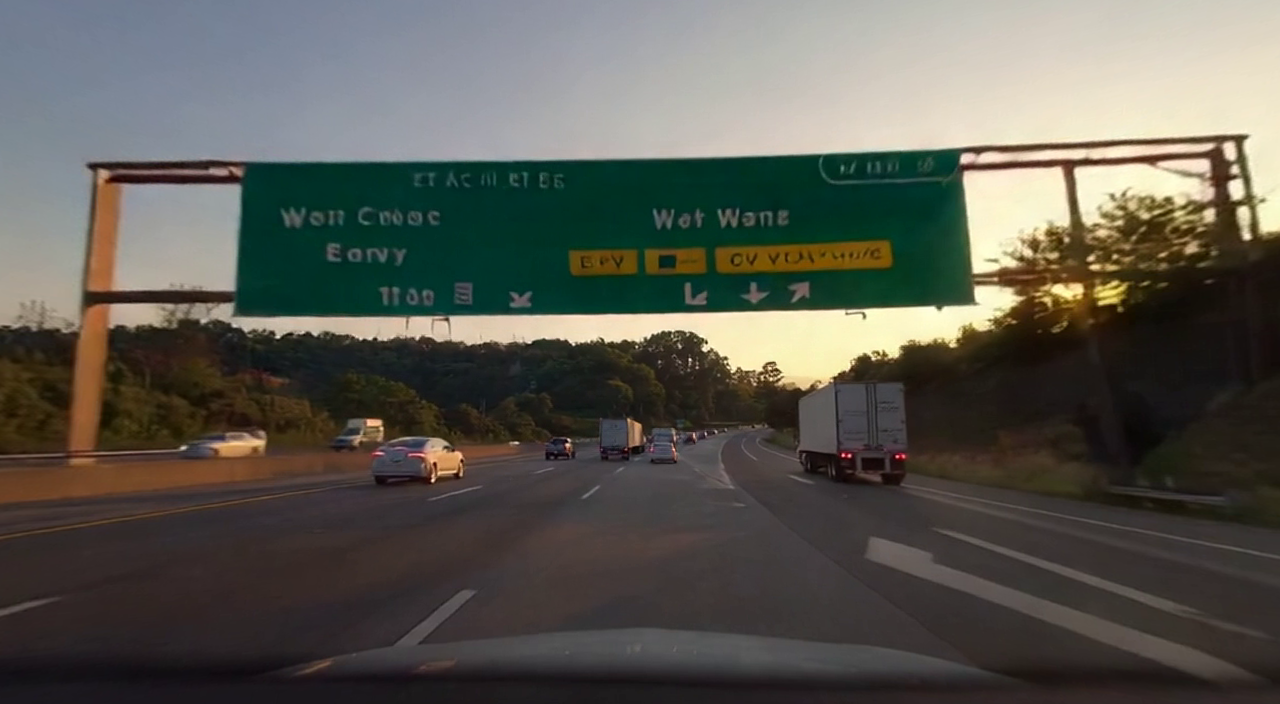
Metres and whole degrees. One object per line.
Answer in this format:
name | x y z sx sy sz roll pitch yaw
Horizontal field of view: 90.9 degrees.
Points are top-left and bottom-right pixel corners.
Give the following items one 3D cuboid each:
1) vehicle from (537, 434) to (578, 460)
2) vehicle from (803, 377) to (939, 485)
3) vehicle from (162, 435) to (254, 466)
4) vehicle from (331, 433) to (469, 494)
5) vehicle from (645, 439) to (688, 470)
vehicle | -6.209 7.277 48.221 2.272 1.850 5.156 0 -8 2
vehicle | 8.537 3.149 24.543 2.895 3.484 7.631 -1 -9 5
vehicle | -27.328 6.244 40.150 2.144 1.833 4.973 0 -9 2
vehicle | -6.588 3.110 17.986 1.950 1.485 4.589 0 -9 3
vehicle | 1.352 5.391 33.318 2.105 1.502 4.068 0 -8 1
